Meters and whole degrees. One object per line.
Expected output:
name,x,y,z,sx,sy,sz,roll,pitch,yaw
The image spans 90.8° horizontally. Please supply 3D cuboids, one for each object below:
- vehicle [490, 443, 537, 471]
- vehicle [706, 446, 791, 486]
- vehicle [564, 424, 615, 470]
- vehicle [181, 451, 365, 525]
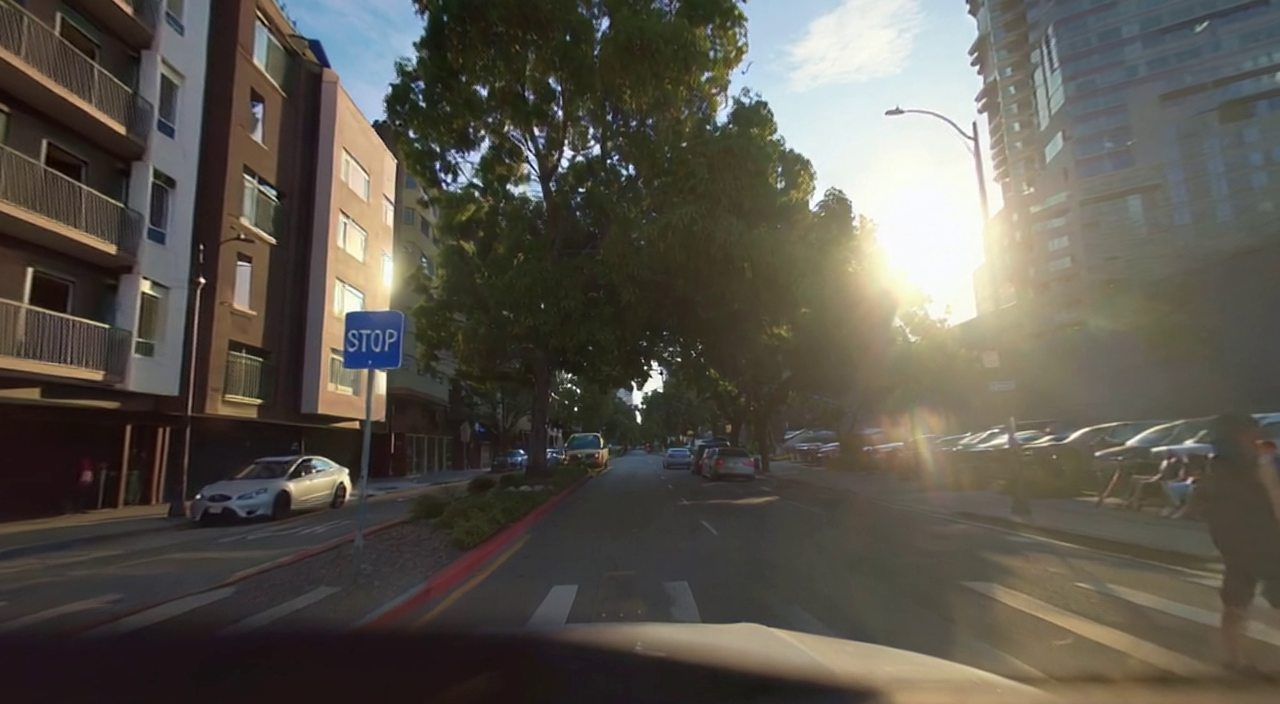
vehicle,-8.871,7.392,44.685,2.256,1.802,4.333,0,-8,1
vehicle,4.573,4.648,26.126,1.858,1.491,4.329,-5,-10,33
vehicle,-3.008,5.892,39.264,2.317,2.596,6.053,0,-8,3
vehicle,-8.797,3.244,15.695,2.007,1.503,4.343,0,-8,-1
